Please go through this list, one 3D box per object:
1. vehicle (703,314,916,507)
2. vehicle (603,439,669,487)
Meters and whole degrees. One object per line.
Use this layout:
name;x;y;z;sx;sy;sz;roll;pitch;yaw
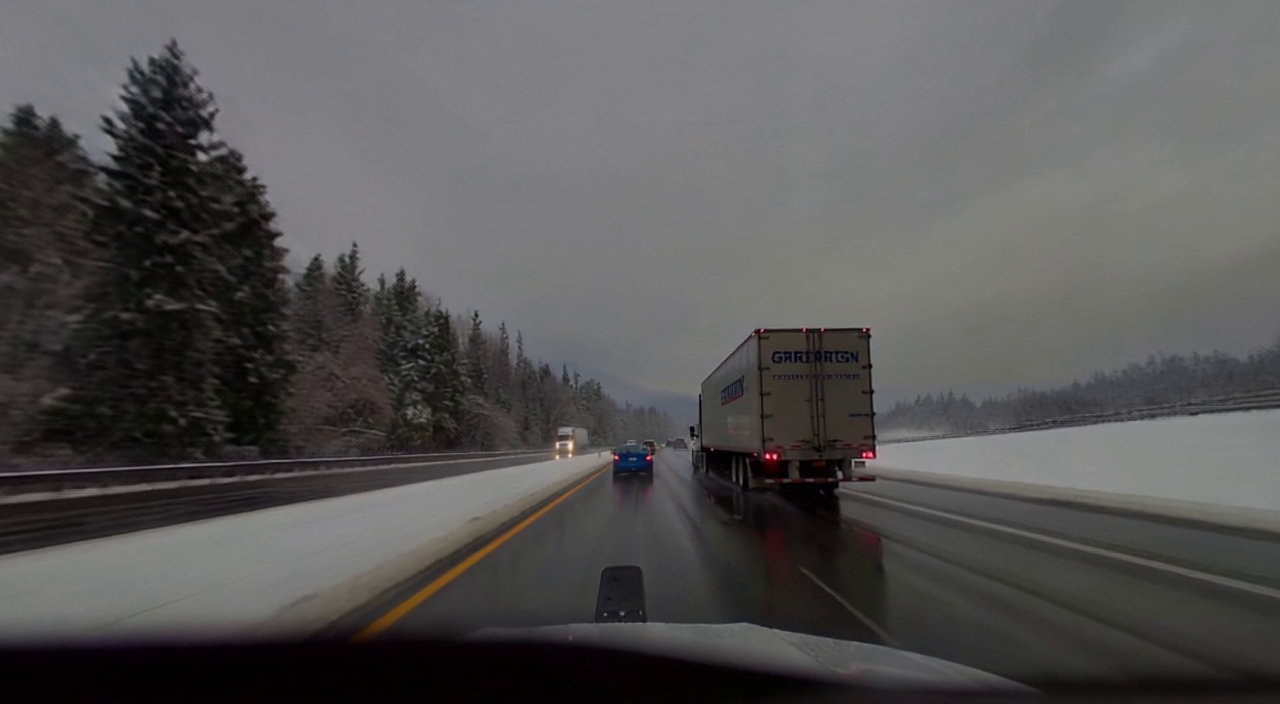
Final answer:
vehicle;4.250;2.304;20.456;2.909;4.074;14.457;0;-9;0
vehicle;-0.135;3.806;21.863;2.074;1.475;3.960;0;-9;0
